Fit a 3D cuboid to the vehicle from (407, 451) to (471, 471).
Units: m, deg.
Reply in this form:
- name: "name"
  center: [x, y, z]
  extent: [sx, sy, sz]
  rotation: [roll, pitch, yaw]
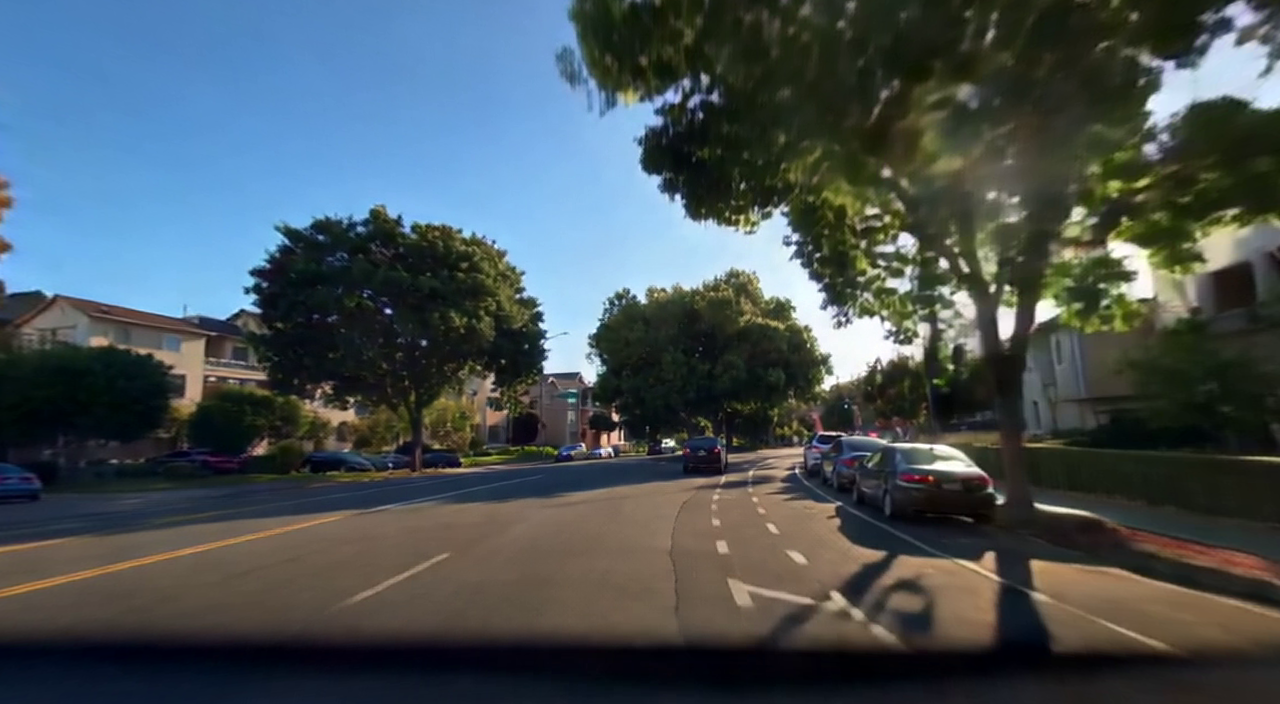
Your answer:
- name: "vehicle"
  center: [-14.810, 7.999, 46.539]
  extent: [4.195, 1.400, 1.726]
  rotation: [-2, -9, 14]

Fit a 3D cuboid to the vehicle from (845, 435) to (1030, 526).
- name: "vehicle"
  center: [5.601, 2.437, 12.649]
  extent: [1.940, 1.456, 4.502]
  rotation: [-1, -8, 6]

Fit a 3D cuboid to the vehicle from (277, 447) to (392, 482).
- name: "vehicle"
  center: [-18.360, 6.773, 38.103]
  extent: [5.953, 1.868, 2.049]
  rotation: [0, -10, 9]

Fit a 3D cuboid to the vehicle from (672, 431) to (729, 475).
- name: "vehicle"
  center: [2.645, 4.213, 26.655]
  extent: [1.852, 1.680, 4.488]
  rotation: [-2, -9, 12]

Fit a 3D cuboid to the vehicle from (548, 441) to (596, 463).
- name: "vehicle"
  center: [-5.098, 7.599, 48.195]
  extent: [1.918, 1.508, 4.353]
  rotation: [-3, -8, 19]
